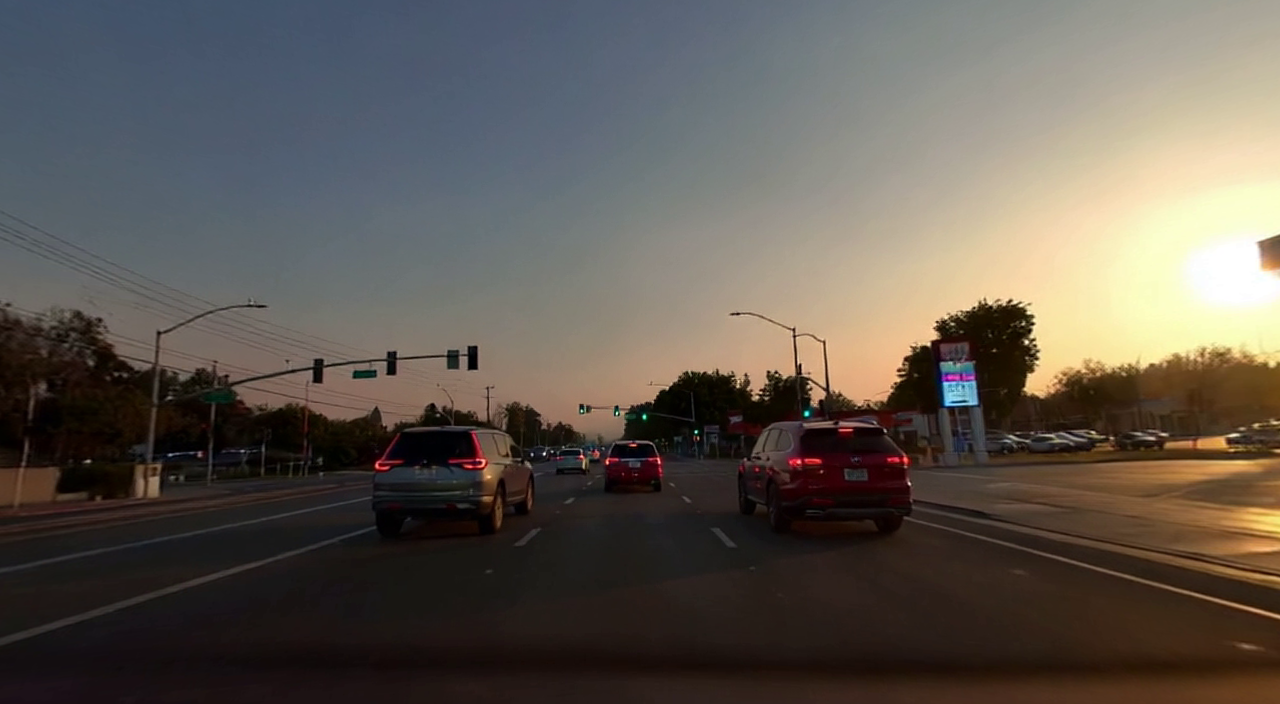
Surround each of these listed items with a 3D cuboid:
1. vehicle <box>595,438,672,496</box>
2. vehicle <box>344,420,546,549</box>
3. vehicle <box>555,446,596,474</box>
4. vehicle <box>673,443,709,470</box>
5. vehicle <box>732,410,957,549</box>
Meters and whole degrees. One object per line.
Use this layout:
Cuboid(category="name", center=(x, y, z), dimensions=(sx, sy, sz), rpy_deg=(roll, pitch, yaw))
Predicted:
Cuboid(category="vehicle", center=(-0.203, 3.586, 20.059), dimensions=(2.181, 1.650, 4.083), rpy_deg=(0, -8, -1))
Cuboid(category="vehicle", center=(-2.981, 2.126, 10.771), dimensions=(2.019, 1.731, 4.299), rpy_deg=(0, -8, 0))
Cuboid(category="vehicle", center=(-3.577, 6.046, 35.582), dimensions=(1.954, 1.497, 4.078), rpy_deg=(0, -8, -1))
Cuboid(category="vehicle", center=(3.514, 7.269, 43.987), dimensions=(2.122, 1.745, 4.337), rpy_deg=(0, -8, 0))
Cuboid(category="vehicle", center=(3.169, 2.129, 11.290), dimensions=(2.161, 1.868, 5.321), rpy_deg=(0, -8, -1))
